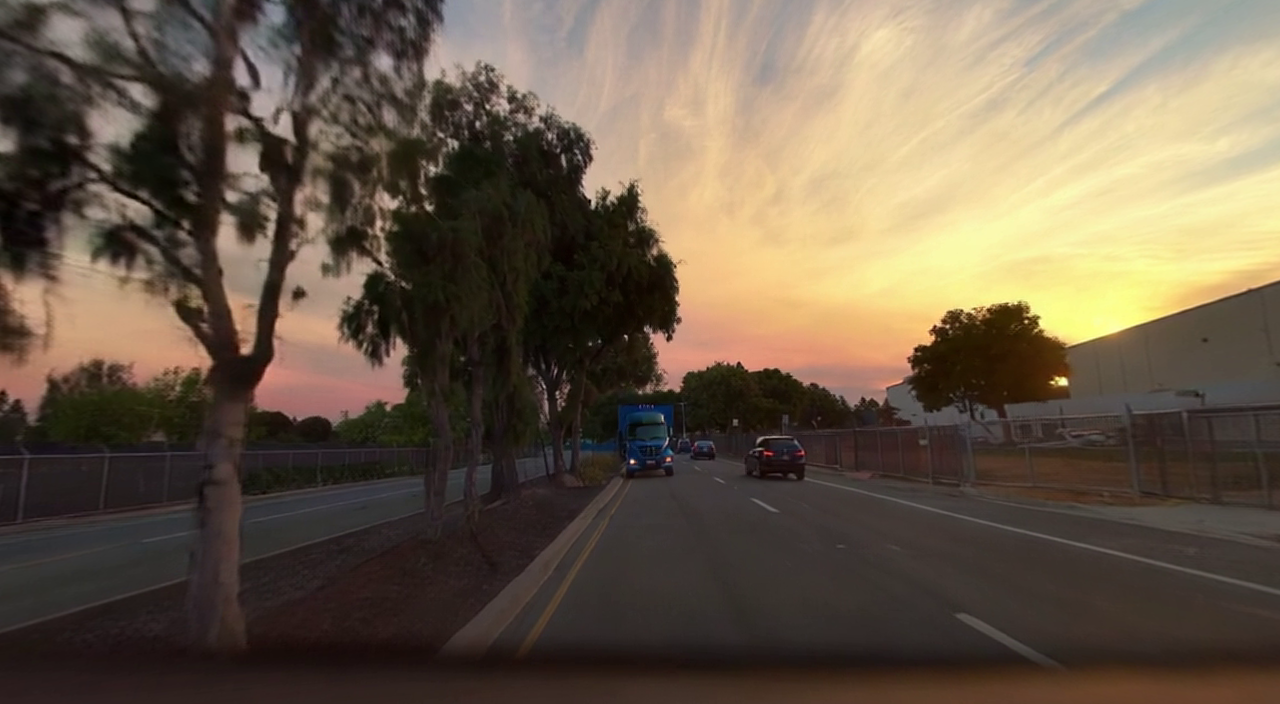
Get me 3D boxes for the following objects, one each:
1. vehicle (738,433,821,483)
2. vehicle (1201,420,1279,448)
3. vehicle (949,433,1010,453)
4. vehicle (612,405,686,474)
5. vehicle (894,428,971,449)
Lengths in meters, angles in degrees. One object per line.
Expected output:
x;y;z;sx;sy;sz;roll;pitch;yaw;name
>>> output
5.002;3.864;23.316;2.076;1.661;4.524;0;-8;0;vehicle
43.517;5.960;45.676;2.050;1.801;5.143;-5;-8;15;vehicle
23.343;6.270;43.370;3.251;1.321;1.555;-1;-9;0;vehicle
0.506;4.308;30.973;3.197;2.963;7.055;0;-8;2;vehicle
22.771;6.761;49.174;4.995;1.543;1.899;0;-9;1;vehicle
